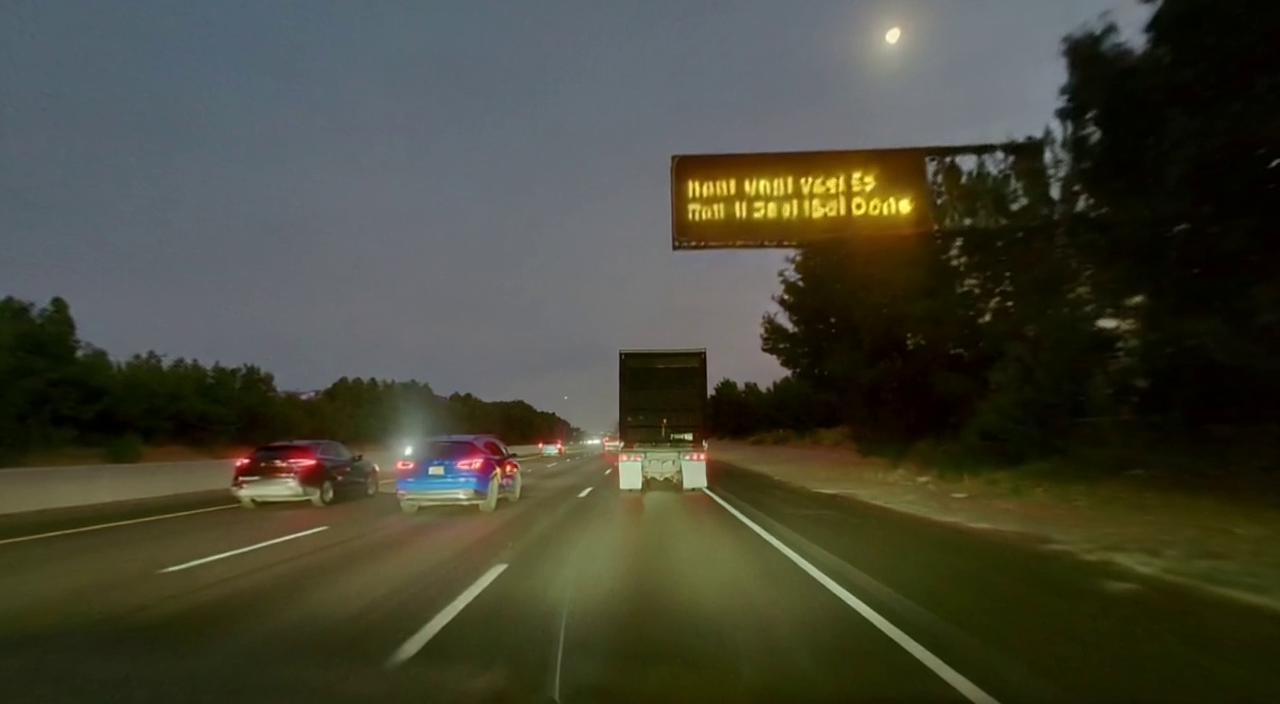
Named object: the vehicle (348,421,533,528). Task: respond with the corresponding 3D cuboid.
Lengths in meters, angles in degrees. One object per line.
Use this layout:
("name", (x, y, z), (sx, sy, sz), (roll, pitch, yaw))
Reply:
("vehicle", (-3.502, 2.243, 12.067), (2.077, 1.671, 4.249), (0, -9, 1))

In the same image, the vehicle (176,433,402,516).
("vehicle", (-7.267, 2.583, 13.854), (2.063, 1.480, 4.842), (0, -9, 2))

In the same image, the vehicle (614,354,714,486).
("vehicle", (0.727, 2.751, 23.715), (2.870, 3.841, 10.653), (0, -9, 0))

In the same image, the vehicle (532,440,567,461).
("vehicle", (-6.612, 7.215, 46.415), (1.882, 1.451, 4.416), (0, -9, 1))
